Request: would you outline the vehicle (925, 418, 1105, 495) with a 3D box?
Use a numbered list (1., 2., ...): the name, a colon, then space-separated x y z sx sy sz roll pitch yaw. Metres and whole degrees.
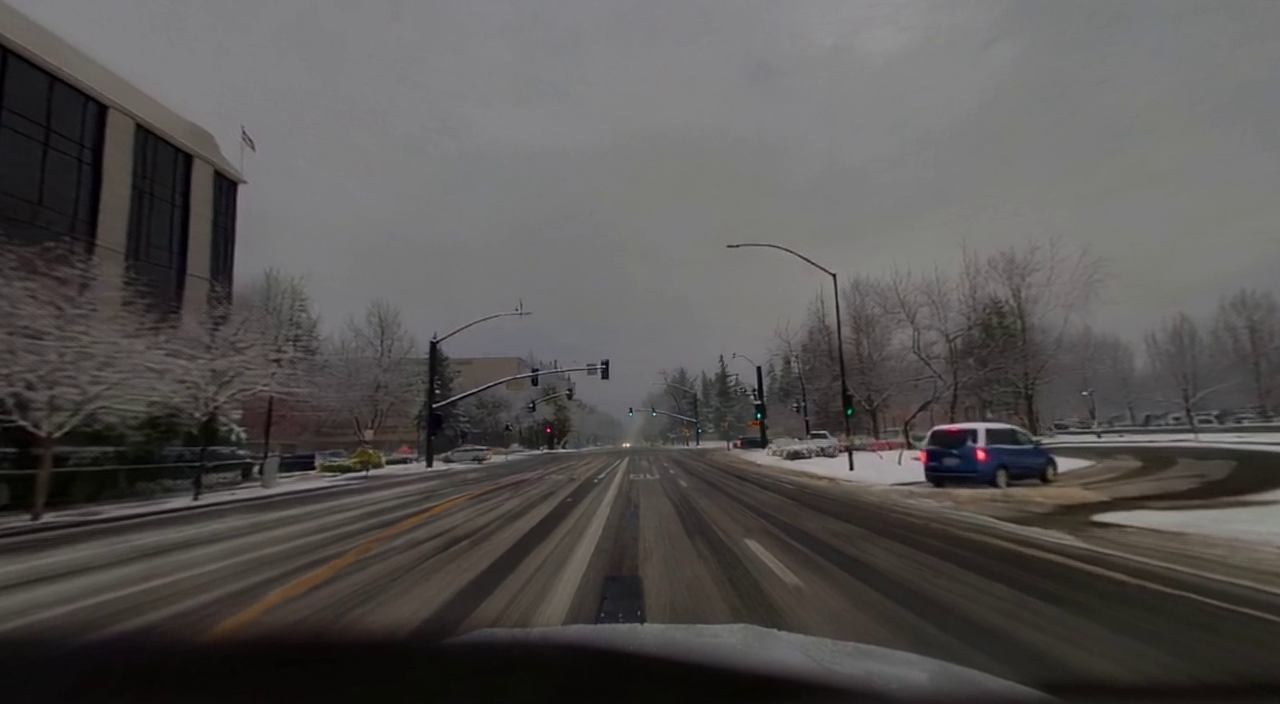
1. vehicle: 10.210 2.793 17.097 4.635 1.821 2.087 5 -10 -30
